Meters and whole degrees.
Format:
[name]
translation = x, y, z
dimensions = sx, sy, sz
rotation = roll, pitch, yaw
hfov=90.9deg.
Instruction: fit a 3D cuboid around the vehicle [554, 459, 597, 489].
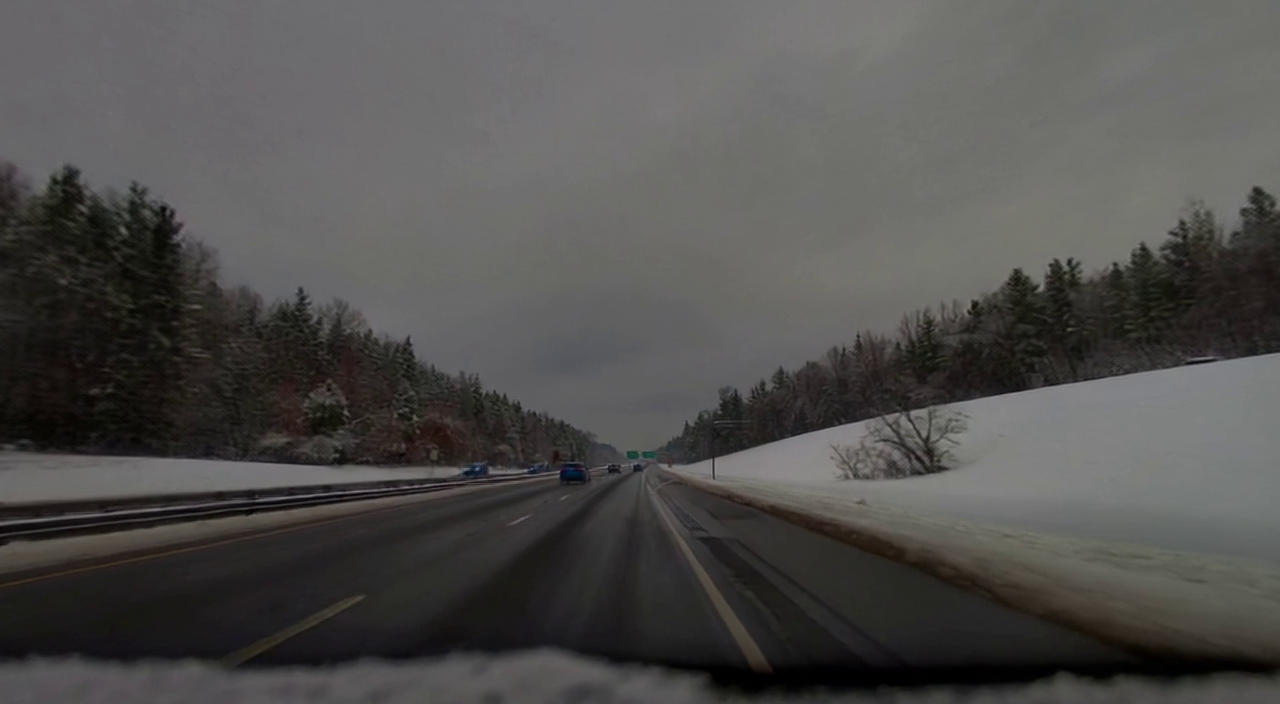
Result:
[vehicle]
translation = -3.758, 7.278, 37.624
dimensions = 2.042, 1.629, 4.276
rotation = 1, -10, 1
